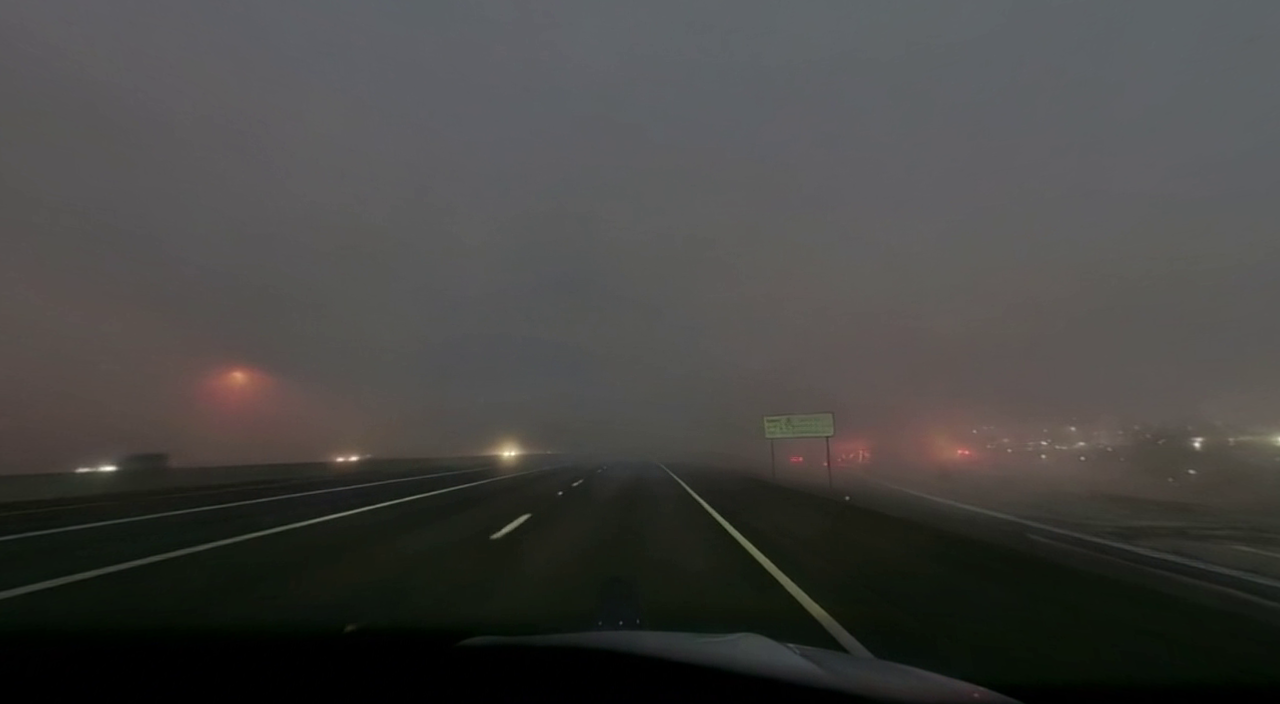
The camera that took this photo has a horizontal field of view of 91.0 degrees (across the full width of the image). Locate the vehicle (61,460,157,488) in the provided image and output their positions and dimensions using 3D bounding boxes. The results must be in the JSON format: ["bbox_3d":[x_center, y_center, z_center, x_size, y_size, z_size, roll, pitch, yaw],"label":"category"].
[{"bbox_3d":[-31.638,7.262,37.716,1.861,1.439,4.457,0,-9,1],"label":"vehicle"}]
